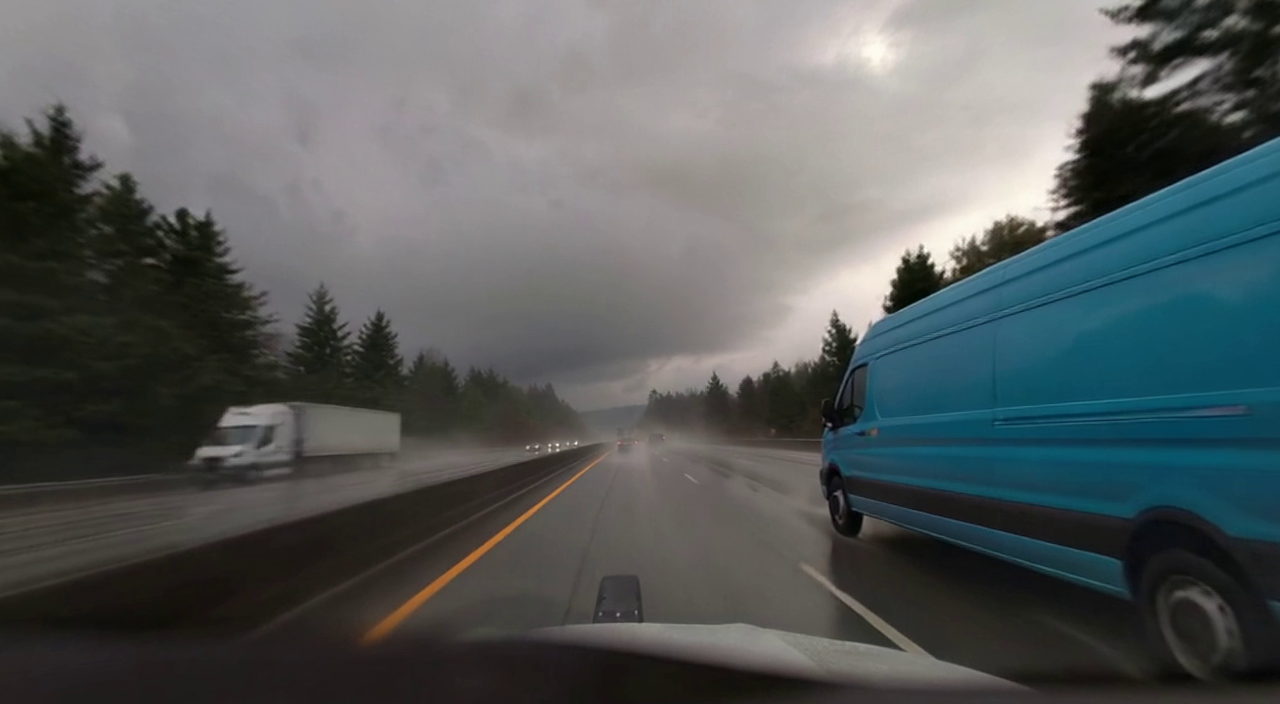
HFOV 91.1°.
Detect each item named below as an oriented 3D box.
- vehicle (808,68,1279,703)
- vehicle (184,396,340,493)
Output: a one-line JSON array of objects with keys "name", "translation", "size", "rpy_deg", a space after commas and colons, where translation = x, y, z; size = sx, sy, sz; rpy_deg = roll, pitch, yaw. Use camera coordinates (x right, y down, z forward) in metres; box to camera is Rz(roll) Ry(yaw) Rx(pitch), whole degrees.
[{"name": "vehicle", "translation": [3.630, 0.545, 5.005], "size": [2.416, 2.595, 7.243], "rpy_deg": [0, -8, -1]}, {"name": "vehicle", "translation": [-17.768, 4.417, 30.368], "size": [2.944, 4.102, 7.266], "rpy_deg": [0, -8, -1]}]
